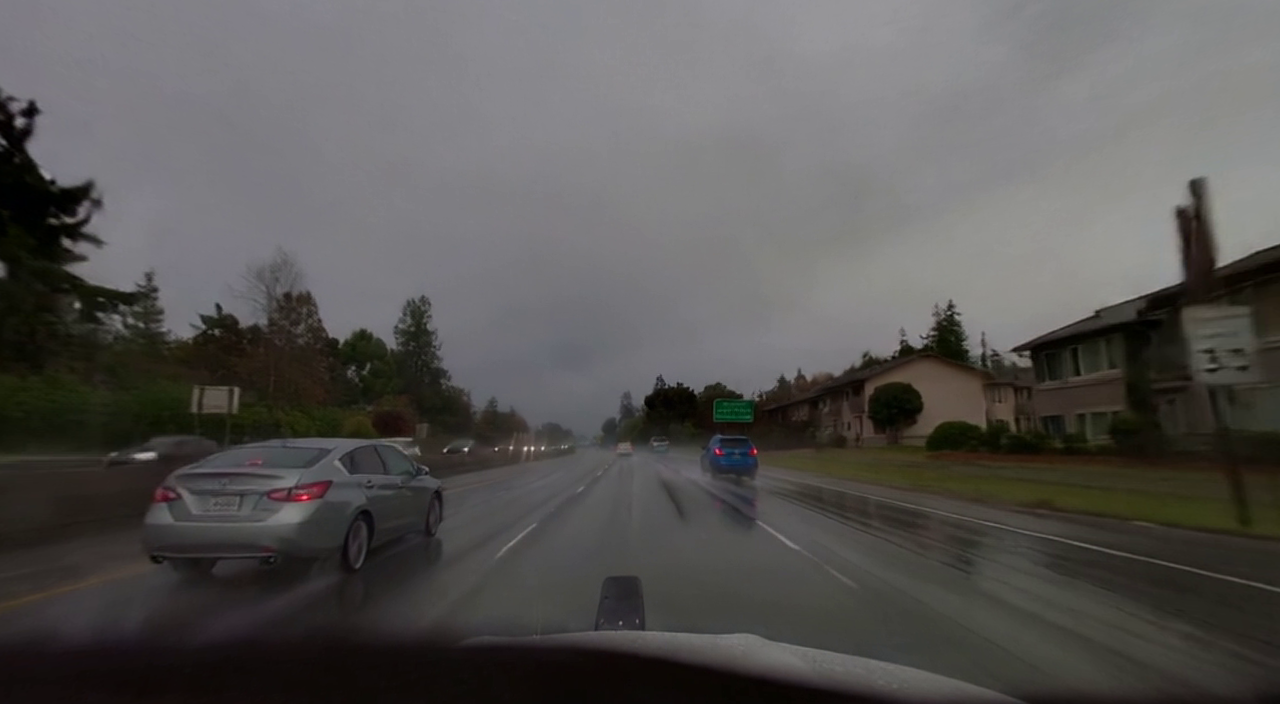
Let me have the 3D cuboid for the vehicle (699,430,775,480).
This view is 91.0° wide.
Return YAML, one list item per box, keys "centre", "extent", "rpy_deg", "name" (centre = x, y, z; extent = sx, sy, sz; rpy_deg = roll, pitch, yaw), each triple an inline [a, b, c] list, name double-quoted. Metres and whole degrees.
- centre: [3.539, 3.844, 23.791]
  extent: [2.092, 1.686, 4.188]
  rpy_deg: [0, -8, -2]
  name: "vehicle"

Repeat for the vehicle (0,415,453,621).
- centre: [-3.775, 1.577, 7.001]
  extent: [2.036, 1.528, 4.400]
  rpy_deg: [0, -8, 0]
  name: "vehicle"
